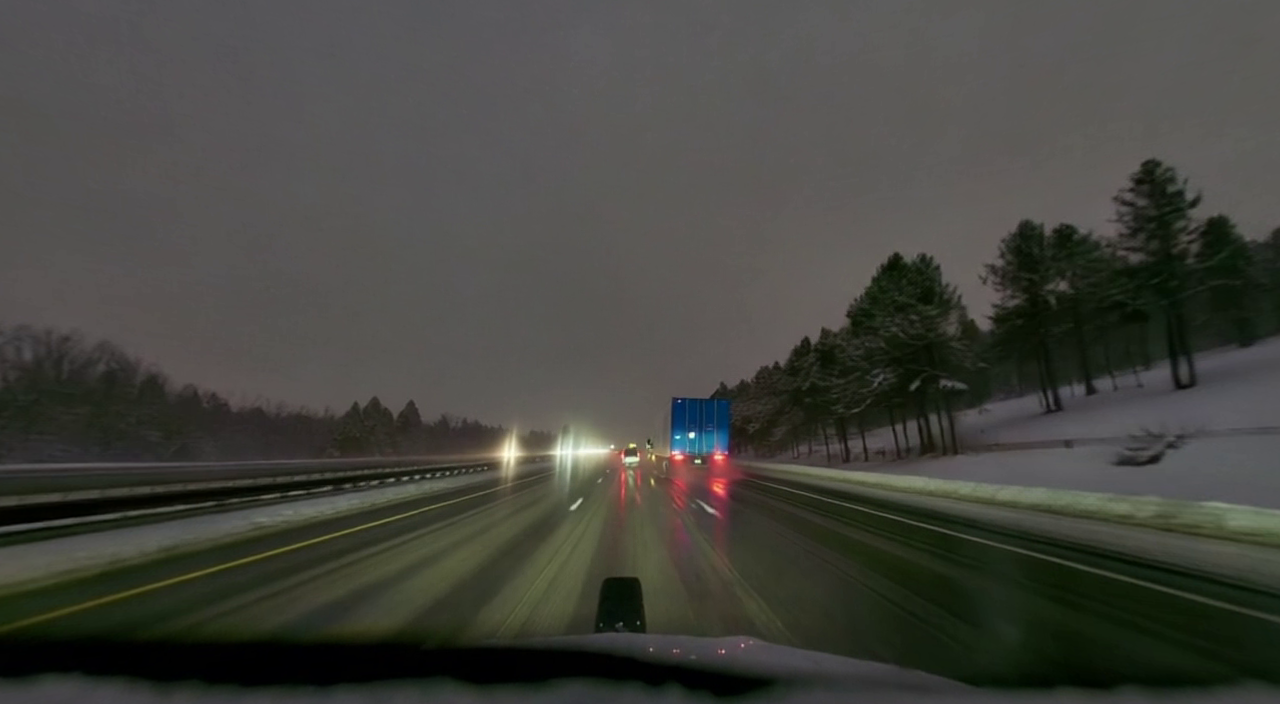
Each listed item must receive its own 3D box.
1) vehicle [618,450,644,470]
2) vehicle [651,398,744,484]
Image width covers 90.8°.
[{"bbox_3d":[-0.693,8.383,49.135,1.898,1.438,4.053,0,-9,-1],"label":"vehicle"},{"bbox_3d":[2.960,5.604,39.026,3.462,4.177,16.311,0,-9,-3],"label":"vehicle"}]
